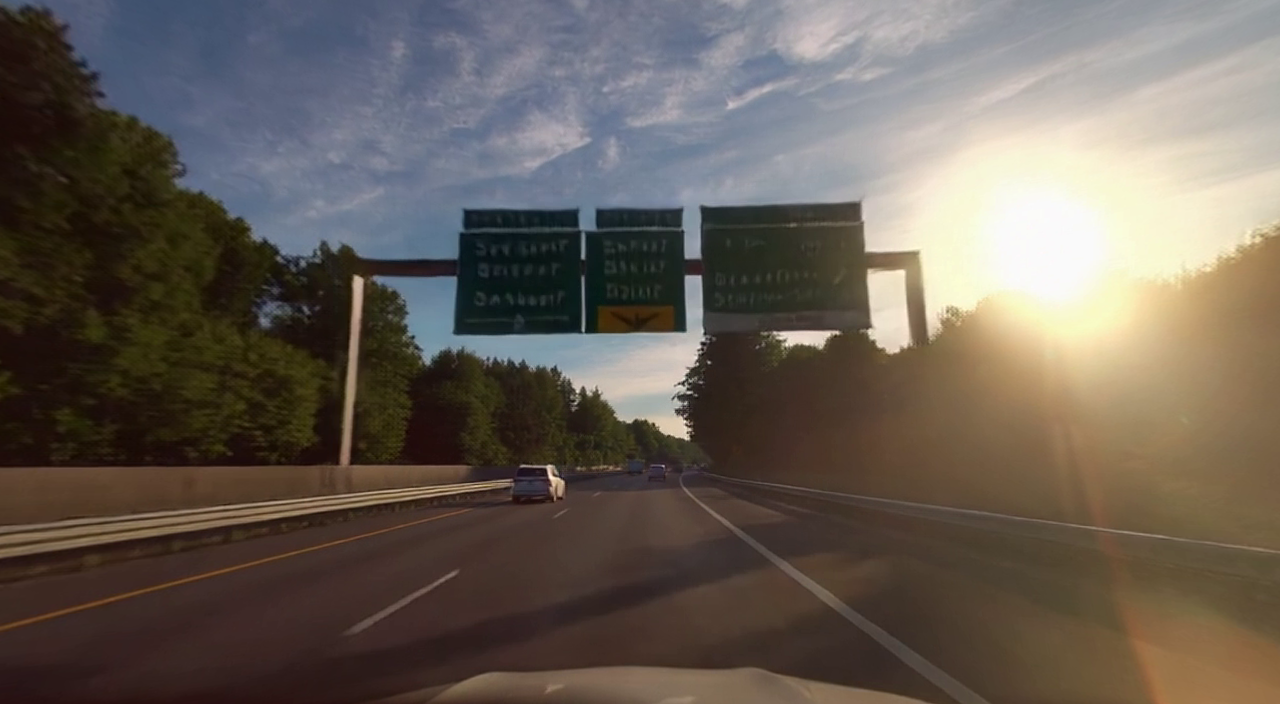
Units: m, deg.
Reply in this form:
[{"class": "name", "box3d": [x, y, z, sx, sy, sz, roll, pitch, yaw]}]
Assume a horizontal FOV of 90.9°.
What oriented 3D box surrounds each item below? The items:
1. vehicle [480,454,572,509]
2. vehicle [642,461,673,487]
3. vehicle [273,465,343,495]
[{"class": "vehicle", "box3d": [-3.652, 4.293, 21.125, 2.063, 1.556, 4.740, 1, -10, 1]}, {"class": "vehicle", "box3d": [1.202, 8.217, 42.458, 2.000, 1.594, 3.996, 1, -10, 2]}, {"class": "vehicle", "box3d": [-17.587, 6.758, 33.520, 1.660, 1.446, 3.559, 1, -10, 1]}]
